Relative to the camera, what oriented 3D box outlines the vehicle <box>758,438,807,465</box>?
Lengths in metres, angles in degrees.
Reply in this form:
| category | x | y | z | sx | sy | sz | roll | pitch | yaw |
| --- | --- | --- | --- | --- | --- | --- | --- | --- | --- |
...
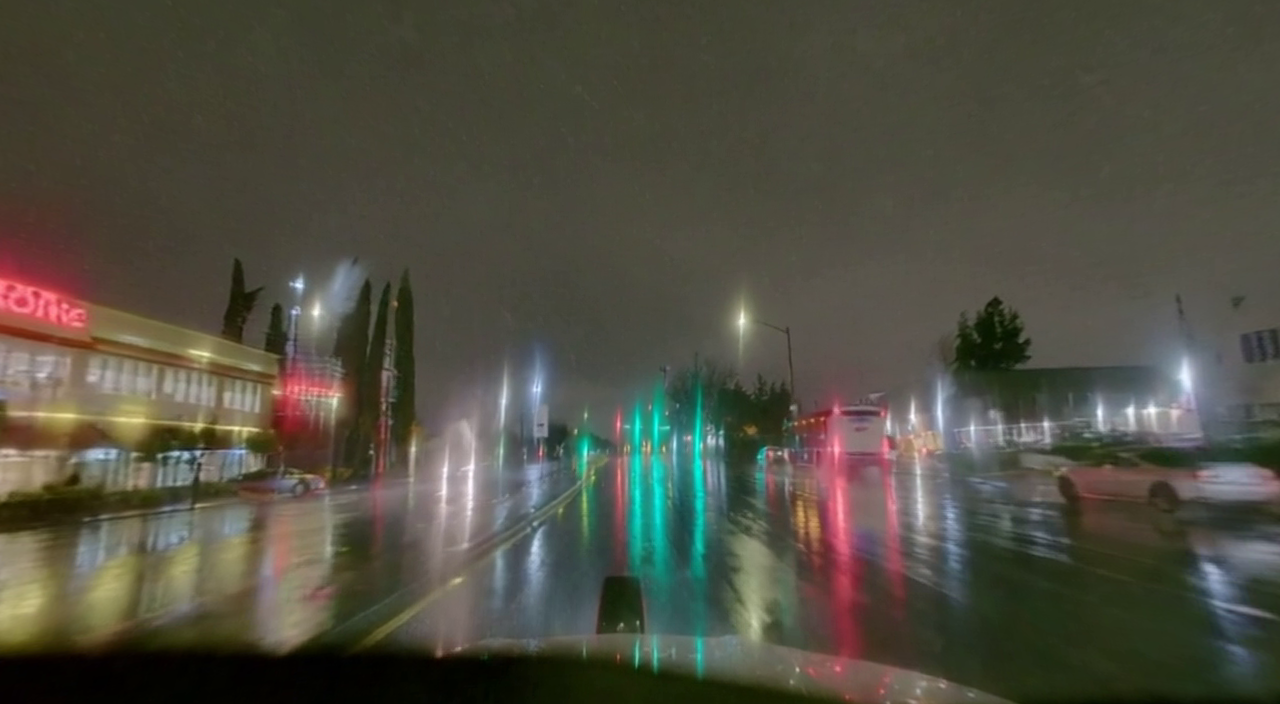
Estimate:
| category | x | y | z | sx | sy | sz | roll | pitch | yaw |
| --- | --- | --- | --- | --- | --- | --- | --- | --- | --- |
| vehicle | 9.727 | 6.859 | 43.648 | 2.147 | 1.781 | 5.063 | 0 | -9 | -1 |

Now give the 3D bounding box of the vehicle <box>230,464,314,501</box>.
| category | x | y | z | sx | sy | sz | roll | pitch | yaw |
| --- | --- | --- | --- | --- | --- | --- | --- | --- | --- |
| vehicle | -19.552 | 6.926 | 33.810 | 1.984 | 1.578 | 4.507 | -3 | -8 | -2 |

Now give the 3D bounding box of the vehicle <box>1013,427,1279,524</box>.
| category | x | y | z | sx | sy | sz | roll | pitch | yaw |
| --- | --- | --- | --- | --- | --- | --- | --- | --- | --- |
| vehicle | 10.024 | 2.305 | 12.465 | 2.023 | 1.494 | 5.029 | 0 | -9 | -3 |

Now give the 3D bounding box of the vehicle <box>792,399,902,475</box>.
| category | x | y | z | sx | sy | sz | roll | pitch | yaw |
| --- | --- | --- | --- | --- | --- | --- | --- | --- | --- |
| vehicle | 9.787 | 4.210 | 30.901 | 2.923 | 3.249 | 6.993 | 0 | -9 | 0 |
